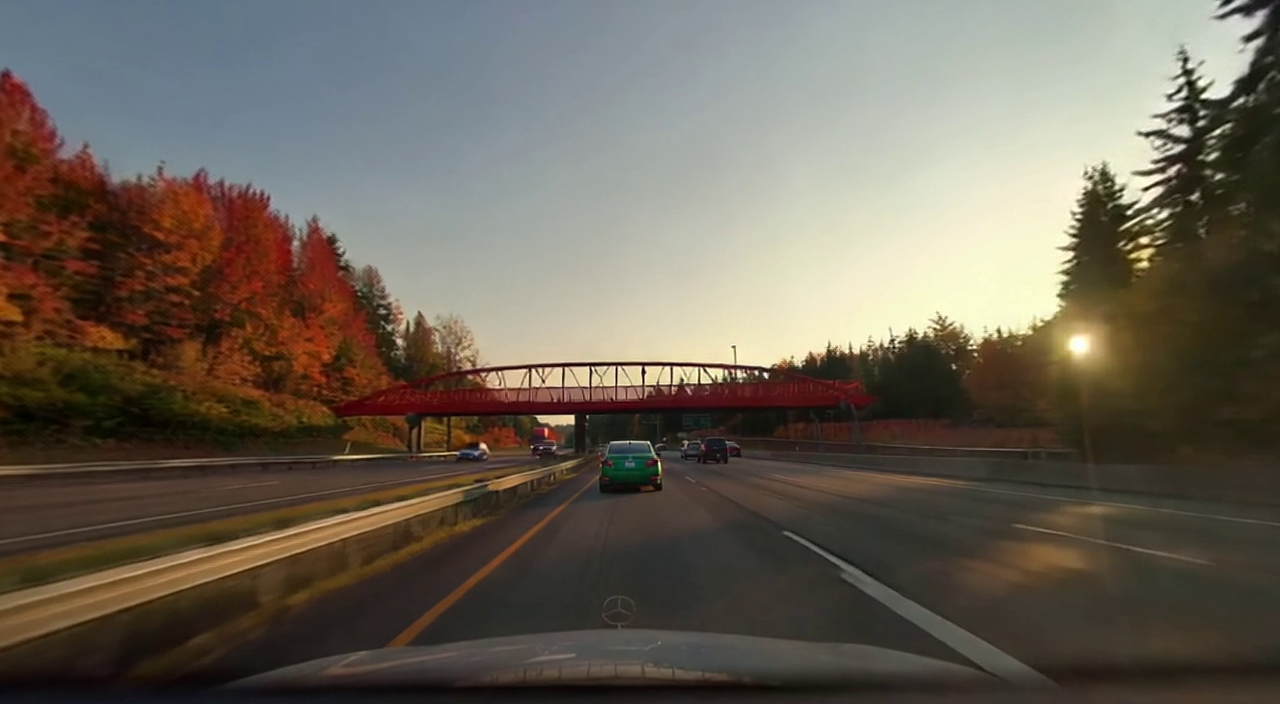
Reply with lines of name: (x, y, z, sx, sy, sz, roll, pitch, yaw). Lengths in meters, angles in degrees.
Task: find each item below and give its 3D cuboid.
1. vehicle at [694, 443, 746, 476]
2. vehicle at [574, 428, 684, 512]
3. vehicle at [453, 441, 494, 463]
vehicle: (3.895, 5.285, 31.107, 1.894, 1.487, 3.751, 0, -9, -2)
vehicle: (-0.254, 2.751, 15.062, 2.259, 1.699, 4.015, 0, -9, -1)
vehicle: (-12.571, 7.570, 47.549, 1.938, 1.516, 4.282, 0, -9, 0)
